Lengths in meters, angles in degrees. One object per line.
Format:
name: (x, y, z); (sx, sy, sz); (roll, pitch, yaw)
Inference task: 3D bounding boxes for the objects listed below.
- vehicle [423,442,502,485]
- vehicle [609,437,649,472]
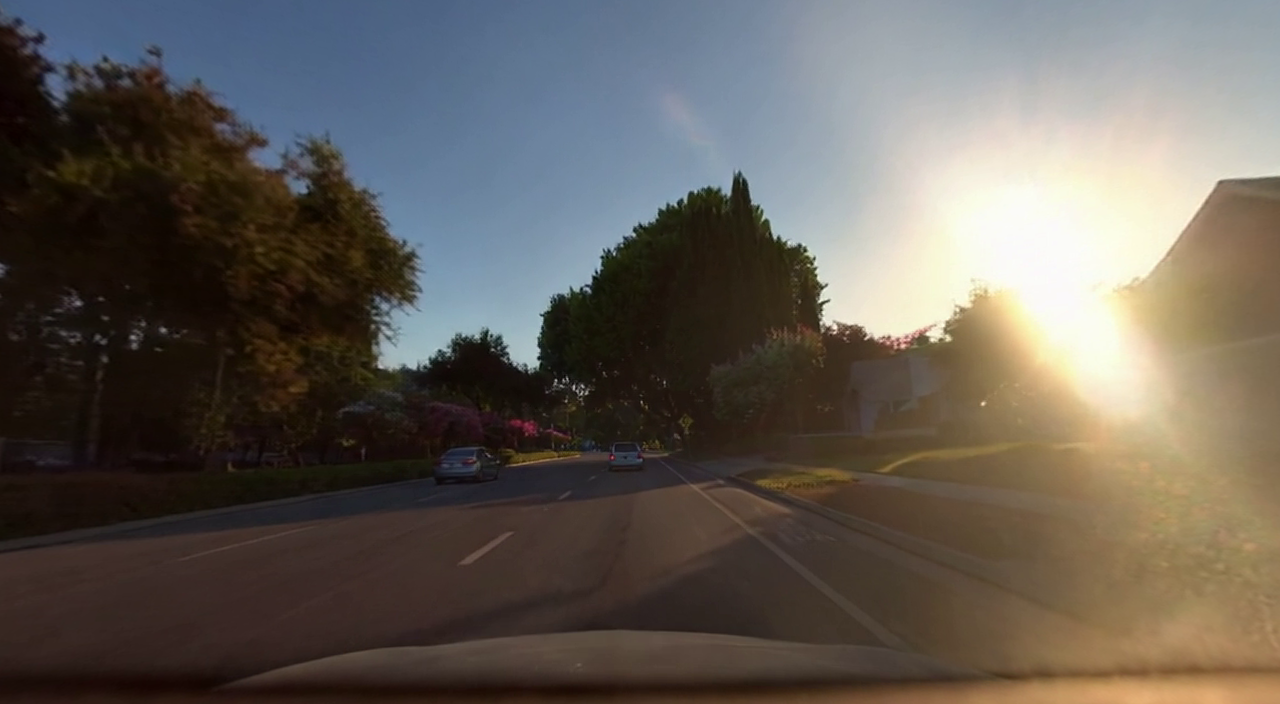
vehicle: (-7.418, 4.699, 26.925); (1.993, 1.657, 4.487); (0, -9, 1)
vehicle: (-0.571, 5.607, 34.827); (2.070, 1.764, 4.552); (0, -9, 0)
